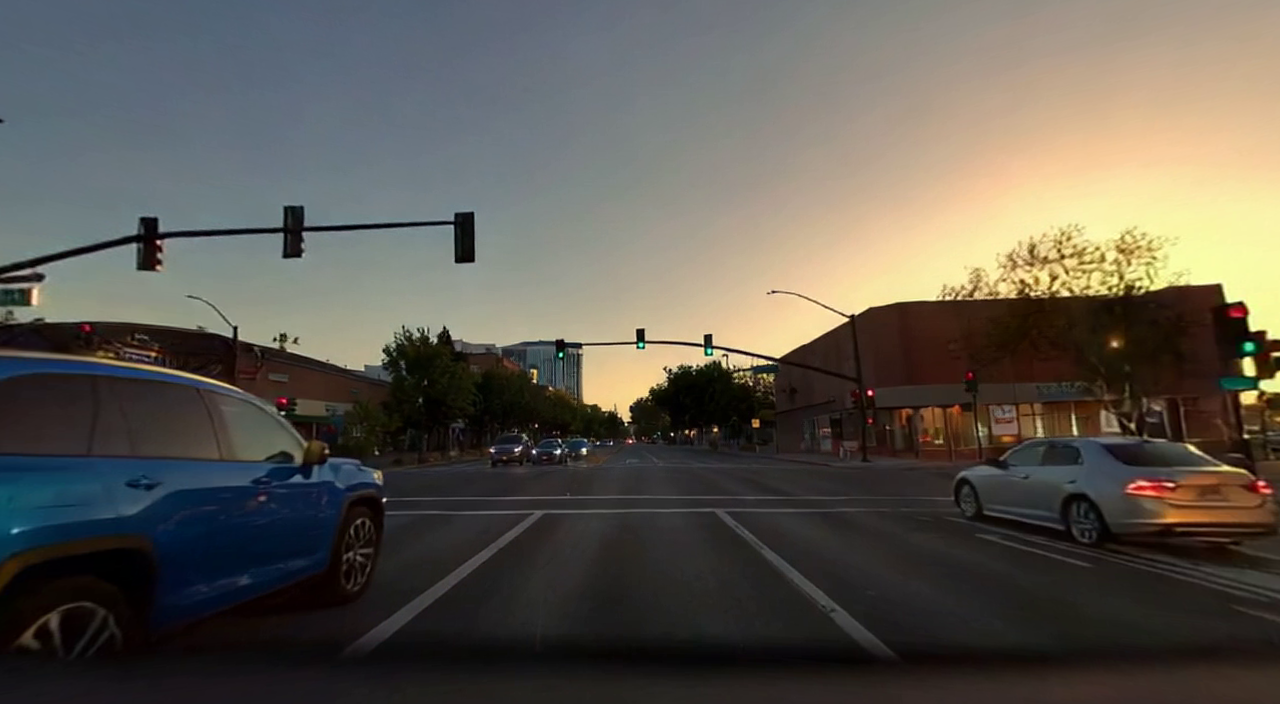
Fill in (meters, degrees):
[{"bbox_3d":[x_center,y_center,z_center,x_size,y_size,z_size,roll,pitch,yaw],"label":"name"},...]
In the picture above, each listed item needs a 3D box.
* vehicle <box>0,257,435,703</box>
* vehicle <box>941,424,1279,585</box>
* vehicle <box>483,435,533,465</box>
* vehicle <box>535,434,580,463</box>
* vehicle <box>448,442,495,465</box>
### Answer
[{"bbox_3d":[-3.366,0.964,4.325,2.313,1.883,5.016,0,-8,-1],"label":"vehicle"},{"bbox_3d":[6.159,1.769,8.318,1.972,1.476,4.775,0,-8,-1],"label":"vehicle"},{"bbox_3d":[-8.480,6.360,41.001,2.273,1.791,4.809,0,-8,-1],"label":"vehicle"},{"bbox_3d":[-5.459,6.462,42.299,2.384,1.787,5.038,0,-8,-1],"label":"vehicle"},{"bbox_3d":[-11.405,6.902,43.093,2.003,1.476,4.082,0,-8,1],"label":"vehicle"}]
